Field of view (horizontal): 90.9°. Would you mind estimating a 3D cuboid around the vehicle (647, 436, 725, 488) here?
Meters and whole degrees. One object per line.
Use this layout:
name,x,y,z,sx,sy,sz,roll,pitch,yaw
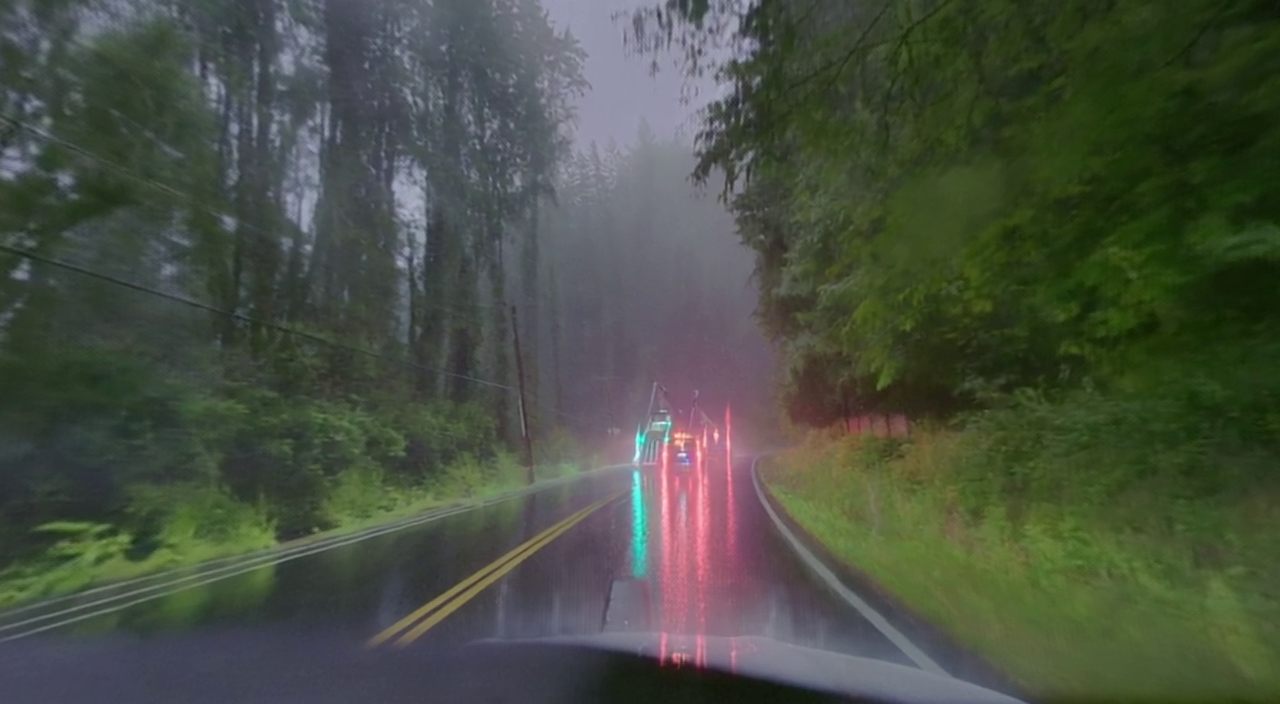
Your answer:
vehicle,1.556,3.440,20.113,2.196,1.465,4.294,-1,-8,7
